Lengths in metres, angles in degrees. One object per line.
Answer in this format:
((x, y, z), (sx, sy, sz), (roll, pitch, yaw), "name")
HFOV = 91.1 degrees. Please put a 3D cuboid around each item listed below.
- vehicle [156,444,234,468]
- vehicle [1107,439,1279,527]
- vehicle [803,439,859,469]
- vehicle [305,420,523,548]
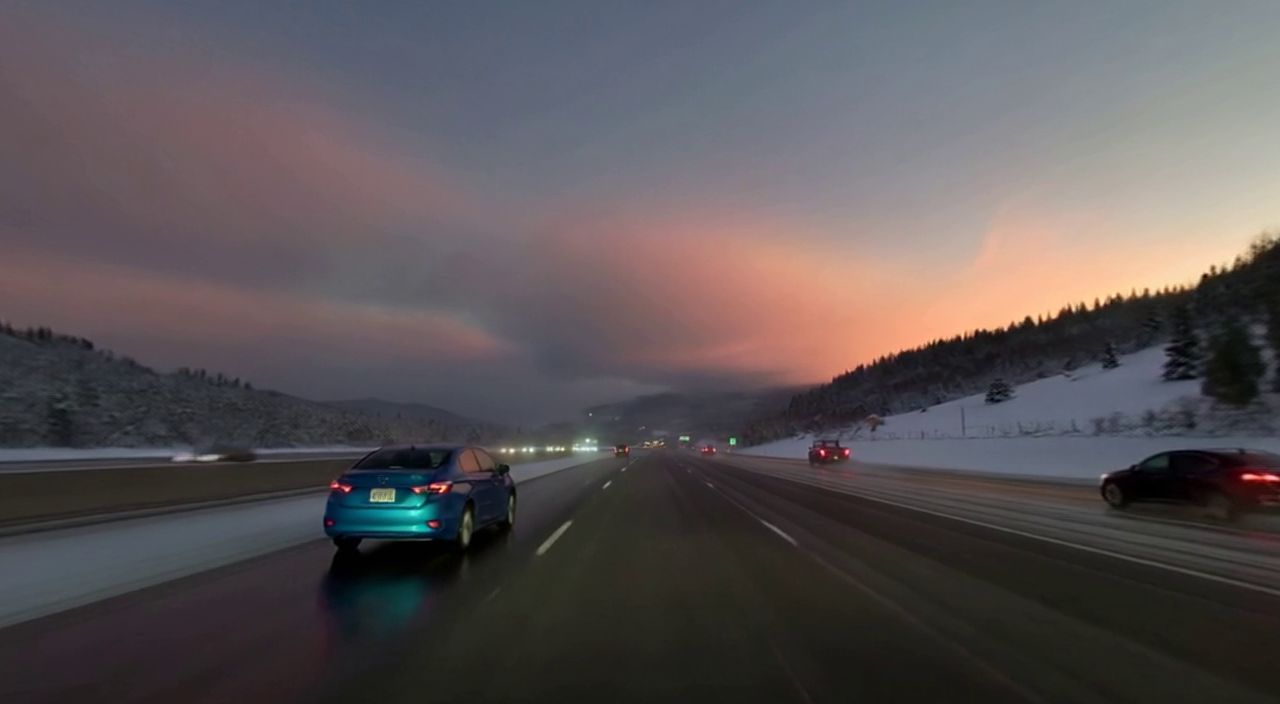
((-28.908, 6.727, 40.963), (1.758, 1.465, 4.487), (0, -8, 1), "vehicle")
((11.561, 2.382, 11.807), (1.982, 1.443, 4.635), (0, -9, 0), "vehicle")
((11.849, 6.356, 39.211), (2.062, 1.736, 4.589), (0, -8, 0), "vehicle")
((-3.257, 1.977, 10.008), (1.967, 1.615, 3.886), (0, -8, 1), "vehicle")
